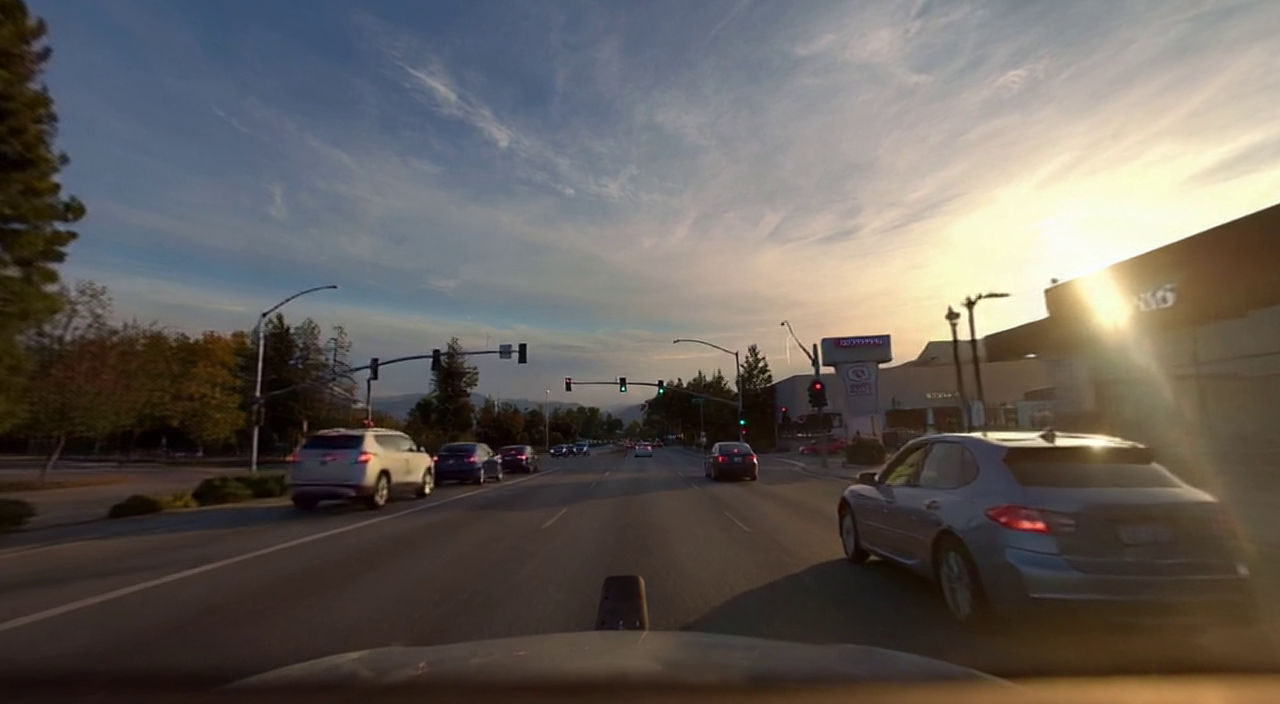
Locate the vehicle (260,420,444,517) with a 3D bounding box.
[{"bbox_3d":[-6.287,2.595,14.584,2.136,1.837,4.669,0,-8,-2],"label":"vehicle"}]

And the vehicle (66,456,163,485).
[{"bbox_3d":[-30.848,6.919,37.217,3.950,1.536,1.932,4,-9,-27],"label":"vehicle"}]

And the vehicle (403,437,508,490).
[{"bbox_3d":[-6.192,3.802,21.910,2.176,1.591,4.778,0,-8,0],"label":"vehicle"}]

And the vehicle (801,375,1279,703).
[{"bbox_3d":[3.128,1.256,5.410,2.174,1.596,4.779,0,-8,-1],"label":"vehicle"}]

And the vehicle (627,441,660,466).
[{"bbox_3d":[0.201,6.432,40.153,2.008,1.464,4.052,0,-8,0],"label":"vehicle"}]

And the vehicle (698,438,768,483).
[{"bbox_3d":[3.283,3.940,23.174,1.842,1.480,4.155,0,-8,-1],"label":"vehicle"}]

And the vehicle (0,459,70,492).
[{"bbox_3d":[-31.092,6.034,30.877,4.311,1.476,2.004,4,-9,-26],"label":"vehicle"}]
